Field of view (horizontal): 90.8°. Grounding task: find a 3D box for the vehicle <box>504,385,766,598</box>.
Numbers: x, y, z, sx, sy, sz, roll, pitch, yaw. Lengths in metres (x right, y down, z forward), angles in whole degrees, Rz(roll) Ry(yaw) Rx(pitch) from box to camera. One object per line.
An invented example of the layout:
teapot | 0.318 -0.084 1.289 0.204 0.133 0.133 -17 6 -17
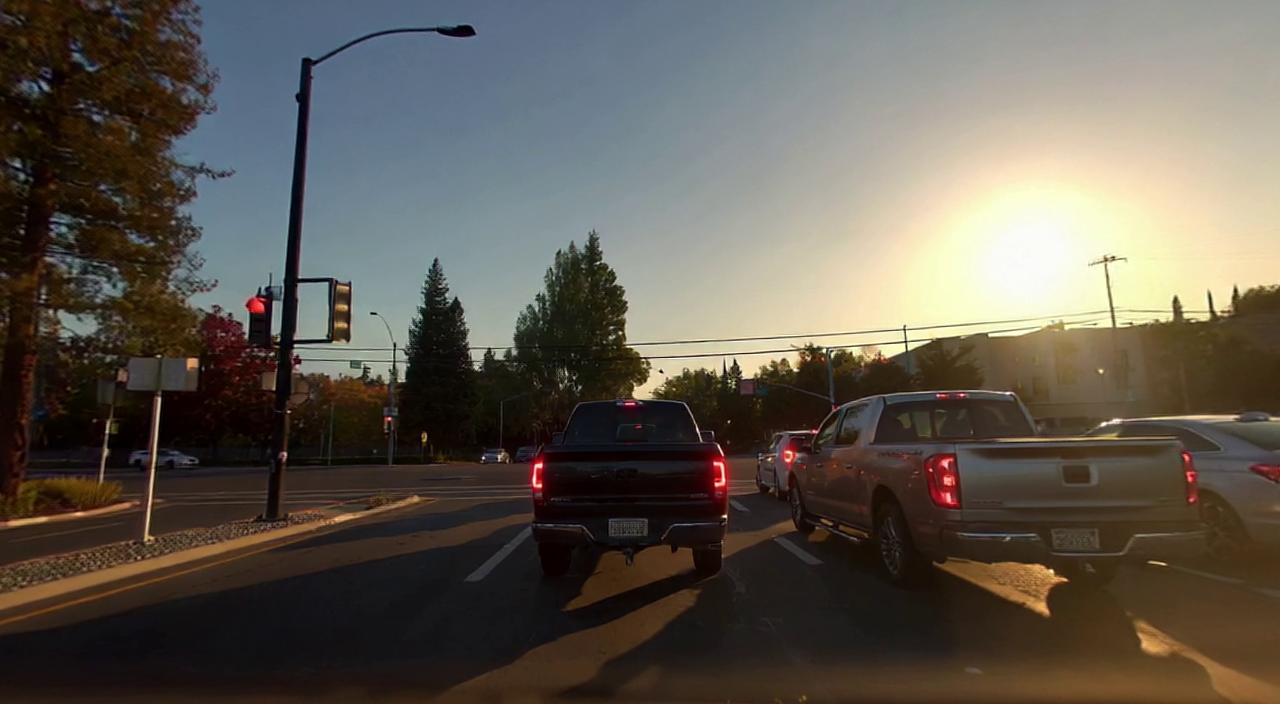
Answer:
vehicle | -0.068 1.571 8.007 2.240 1.821 5.001 0 -9 -1

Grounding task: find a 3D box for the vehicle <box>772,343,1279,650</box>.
vehicle | 3.317 1.329 6.936 2.412 1.953 5.682 0 -9 -1

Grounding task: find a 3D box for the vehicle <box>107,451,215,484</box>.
vehicle | -26.394 6.332 35.002 4.437 1.669 1.936 5 -10 -30
